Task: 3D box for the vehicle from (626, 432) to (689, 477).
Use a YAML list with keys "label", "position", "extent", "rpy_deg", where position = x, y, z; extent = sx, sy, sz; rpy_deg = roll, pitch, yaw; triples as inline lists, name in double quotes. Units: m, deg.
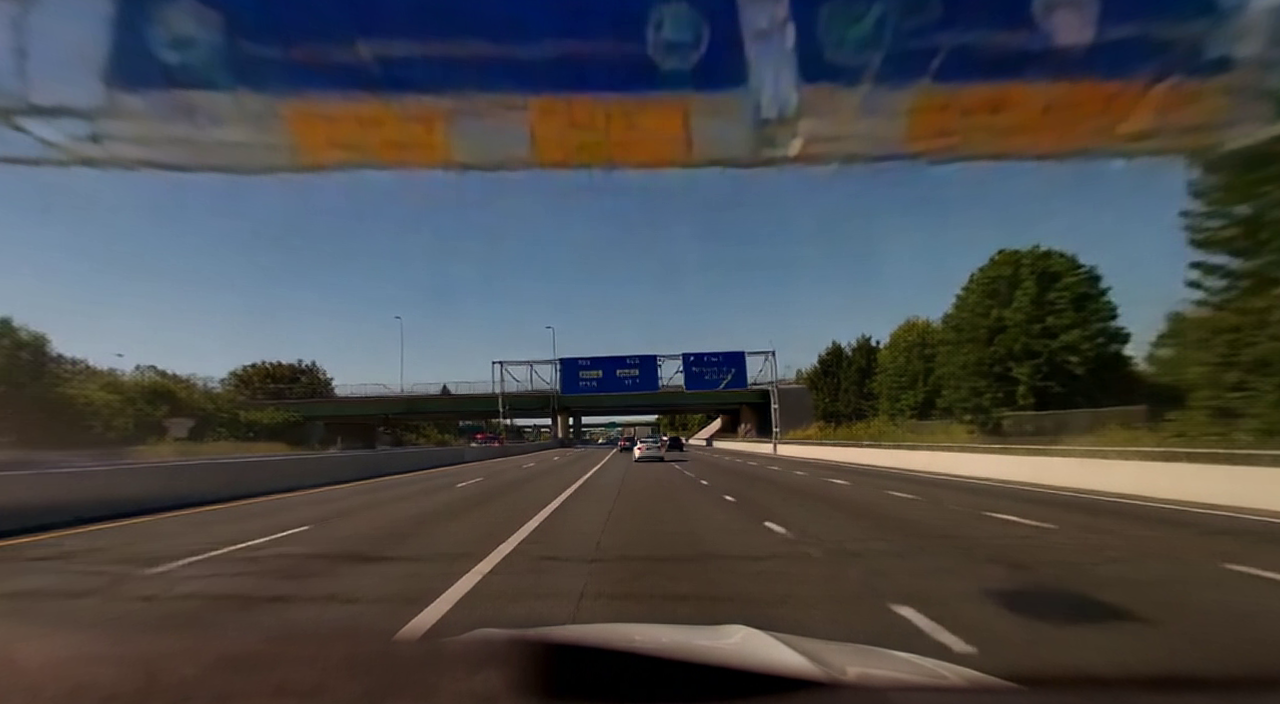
- label: "vehicle"
  position: [0.534, 3.650, 22.669]
  extent: [2.046, 1.467, 3.844]
  rpy_deg: [0, -8, -2]
